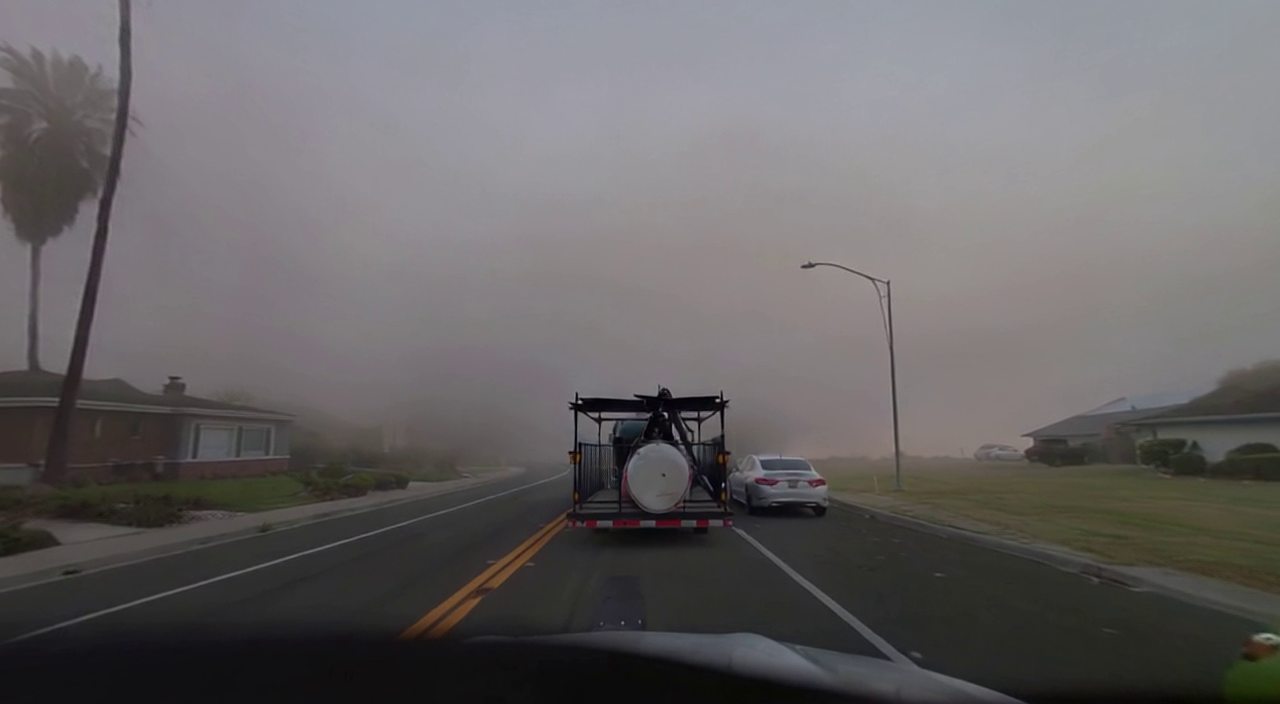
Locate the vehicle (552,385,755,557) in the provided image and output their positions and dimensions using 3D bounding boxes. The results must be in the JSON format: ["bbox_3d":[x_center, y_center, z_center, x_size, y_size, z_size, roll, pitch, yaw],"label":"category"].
[{"bbox_3d":[0.187,2.093,11.800,2.728,2.305,6.506,0,-9,0],"label":"vehicle"}]

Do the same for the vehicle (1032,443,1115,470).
[{"bbox_3d":[28.529,6.864,41.500,4.193,1.633,1.928,-4,-9,26],"label":"vehicle"}]

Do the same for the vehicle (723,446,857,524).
[{"bbox_3d":[3.198,2.908,14.330,2.010,1.499,4.107,0,-9,0],"label":"vehicle"}]
